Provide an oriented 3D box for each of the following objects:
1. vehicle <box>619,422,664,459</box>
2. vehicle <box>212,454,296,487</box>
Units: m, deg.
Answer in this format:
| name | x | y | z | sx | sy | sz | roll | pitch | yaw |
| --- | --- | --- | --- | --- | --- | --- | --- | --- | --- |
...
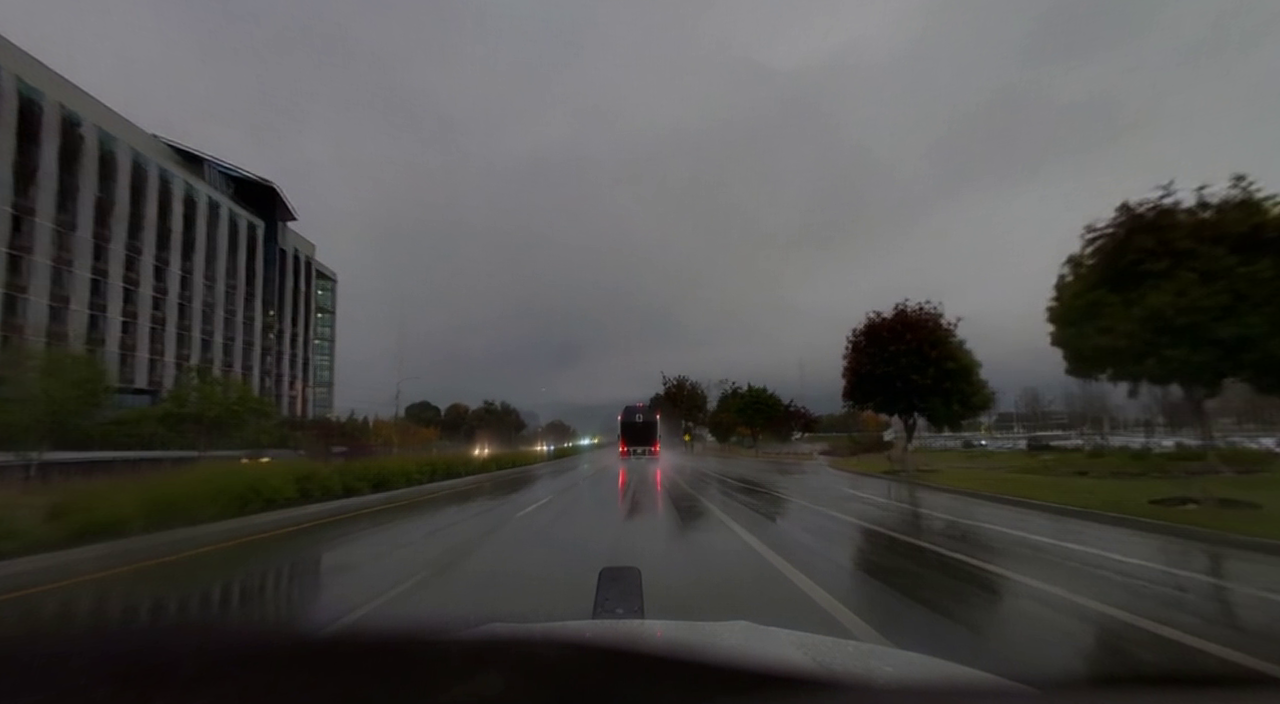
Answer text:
| name | x | y | z | sx | sy | sz | roll | pitch | yaw |
| --- | --- | --- | --- | --- | --- | --- | --- | --- | --- |
| vehicle | 0.009 | 4.880 | 34.624 | 2.178 | 1.829 | 4.932 | 0 | -9 | -3 |
| vehicle | -23.257 | 7.137 | 38.326 | 2.014 | 1.784 | 4.878 | 0 | -9 | 0 |
